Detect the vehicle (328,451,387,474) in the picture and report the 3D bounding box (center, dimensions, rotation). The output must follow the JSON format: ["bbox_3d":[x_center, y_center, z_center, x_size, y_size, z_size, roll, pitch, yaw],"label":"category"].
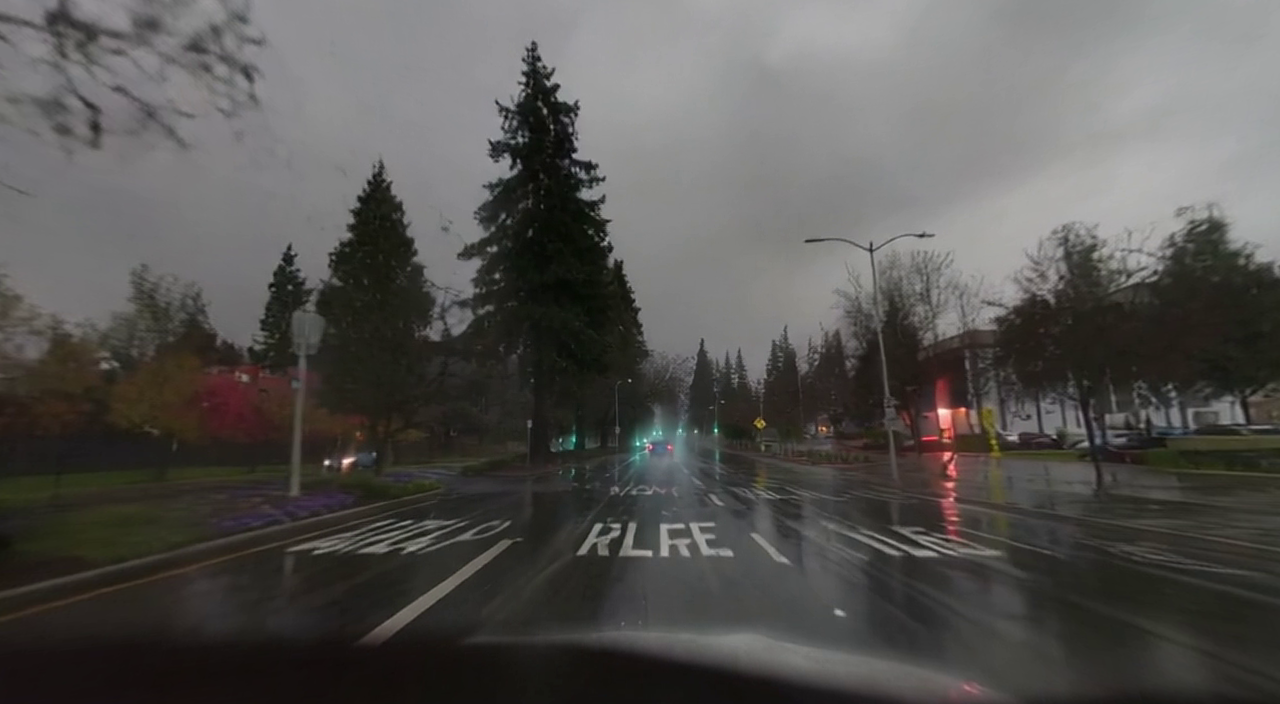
[{"bbox_3d":[-19.765,7.732,44.125,1.885,1.464,4.525,0,-9,2],"label":"vehicle"}]

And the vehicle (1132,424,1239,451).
[{"bbox_3d":[31.690,4.989,36.555,4.282,1.486,2.017,0,-9,0],"label":"vehicle"}]

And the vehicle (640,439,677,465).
[{"bbox_3d":[1.104,6.206,39.098,2.144,1.505,4.128,0,-8,1],"label":"vehicle"}]

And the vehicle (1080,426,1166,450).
[{"bbox_3d":[31.956,5.717,41.641,4.002,1.501,2.000,0,-9,0],"label":"vehicle"}]

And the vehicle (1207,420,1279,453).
[{"bbox_3d":[31.376,4.179,31.336,4.051,1.475,1.949,-3,-9,2],"label":"vehicle"}]
